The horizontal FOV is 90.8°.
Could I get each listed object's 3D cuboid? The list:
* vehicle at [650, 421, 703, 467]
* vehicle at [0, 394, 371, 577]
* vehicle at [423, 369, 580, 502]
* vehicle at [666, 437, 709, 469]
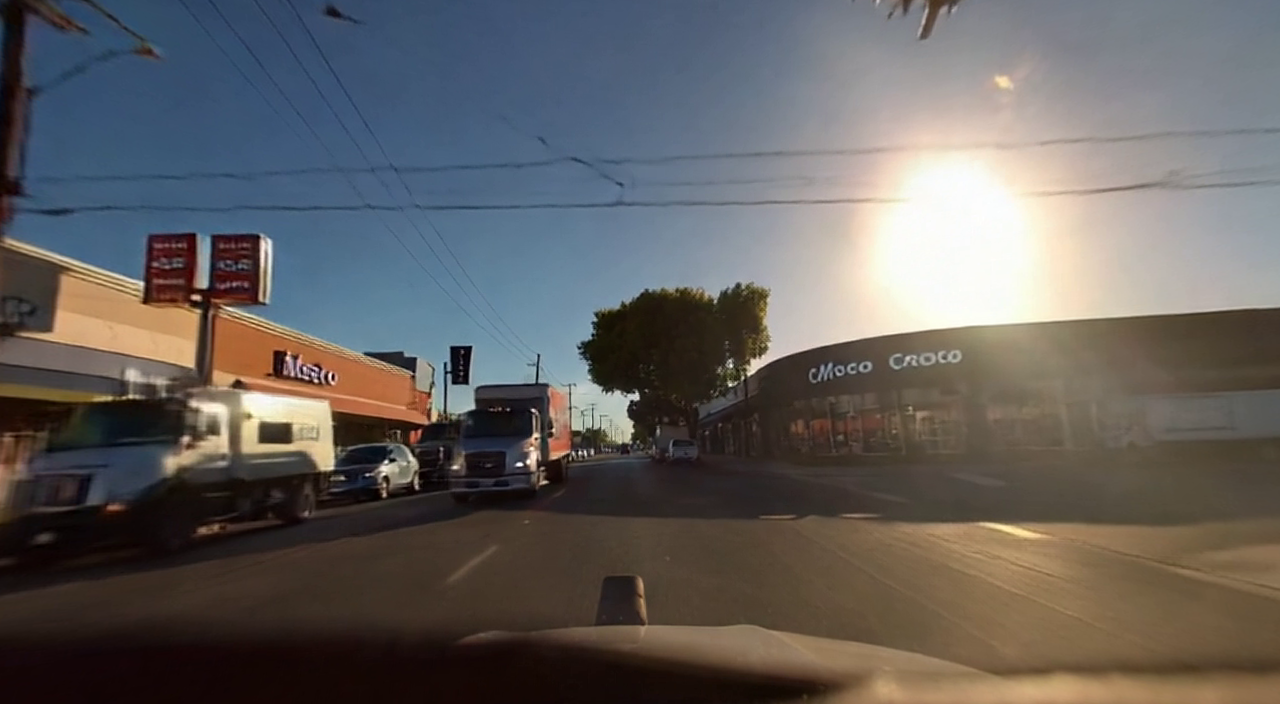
[{"bbox_3d":[2.682,7.075,49.518,3.011,3.127,8.608,-3,-6,-4],"label":"vehicle"},{"bbox_3d":[-8.091,2.240,11.866,2.737,2.345,7.210,0,-8,1],"label":"vehicle"},{"bbox_3d":[-4.042,2.934,21.982,2.994,3.308,12.131,0,-8,-1],"label":"vehicle"},{"bbox_3d":[2.836,6.172,38.813,2.097,1.784,4.915,0,-8,-2],"label":"vehicle"}]
